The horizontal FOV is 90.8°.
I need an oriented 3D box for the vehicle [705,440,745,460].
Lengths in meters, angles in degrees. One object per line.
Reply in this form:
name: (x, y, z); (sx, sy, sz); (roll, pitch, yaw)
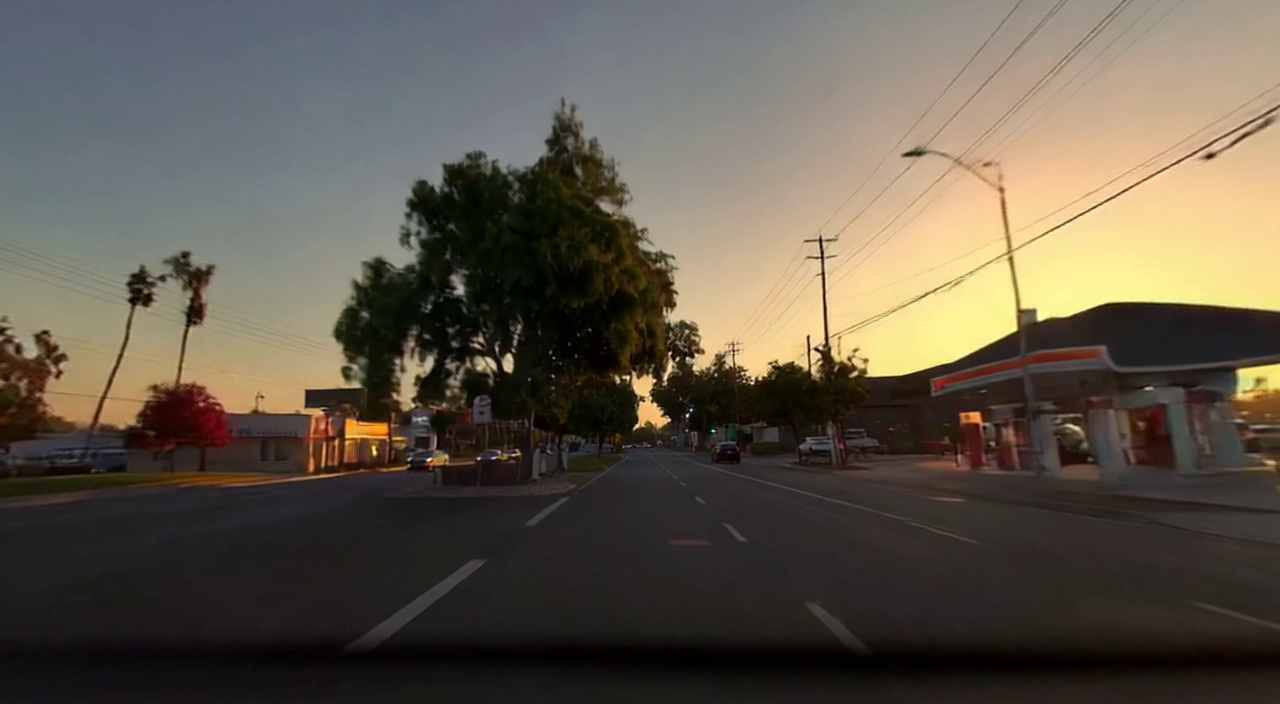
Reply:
vehicle: (6.383, 7.428, 47.944); (2.261, 1.479, 4.403); (0, -8, -2)

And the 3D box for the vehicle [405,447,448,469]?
vehicle: (-16.322, 8.095, 48.516); (1.916, 1.545, 3.896); (0, -8, -1)
